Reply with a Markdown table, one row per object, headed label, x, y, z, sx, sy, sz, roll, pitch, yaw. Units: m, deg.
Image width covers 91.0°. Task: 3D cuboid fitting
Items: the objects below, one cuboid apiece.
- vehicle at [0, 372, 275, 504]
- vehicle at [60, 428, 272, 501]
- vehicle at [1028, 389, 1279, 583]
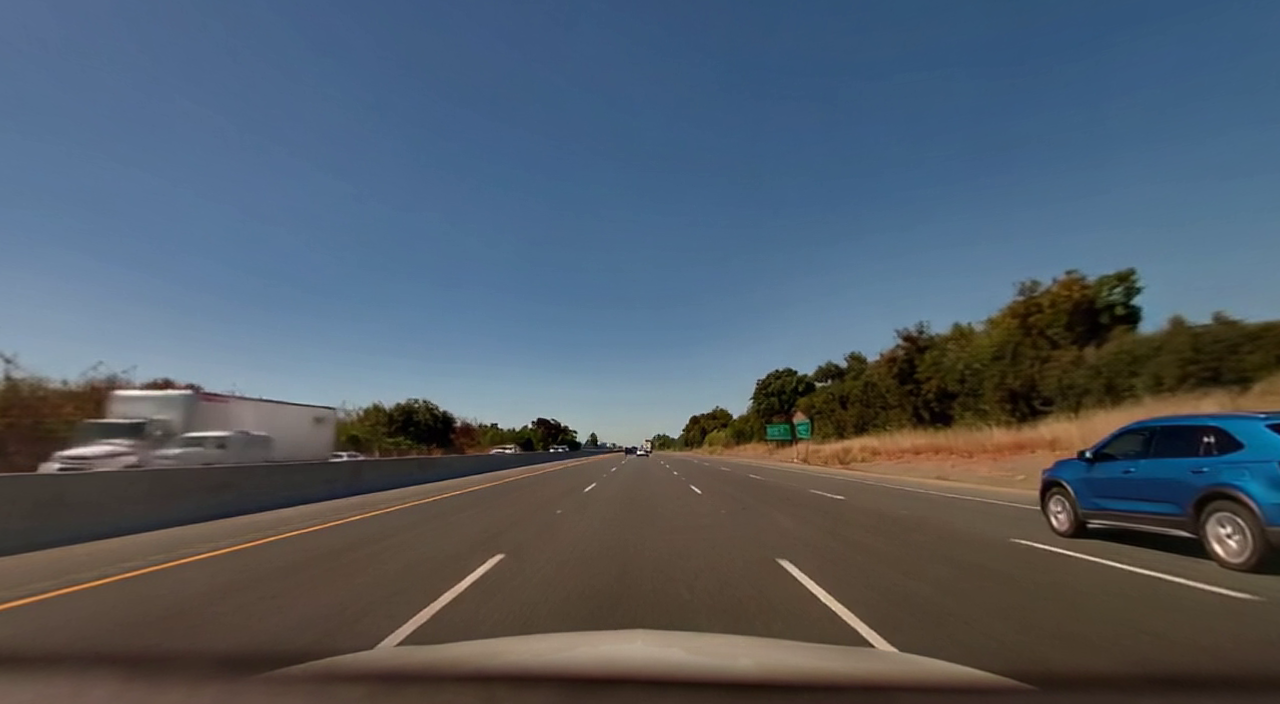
| label | x | y | z | sx | sy | sz | roll | pitch | yaw |
| --- | --- | --- | --- | --- | --- | --- | --- | --- | --- |
| vehicle | -16.840 | 3.013 | 21.559 | 2.944 | 3.531 | 9.250 | 0 | -9 | 1 |
| vehicle | -12.956 | 3.103 | 17.785 | 2.080 | 1.752 | 4.892 | 0 | -9 | 1 |
| vehicle | 7.264 | 1.479 | 7.307 | 2.186 | 1.848 | 5.136 | 0 | -9 | 0 |
